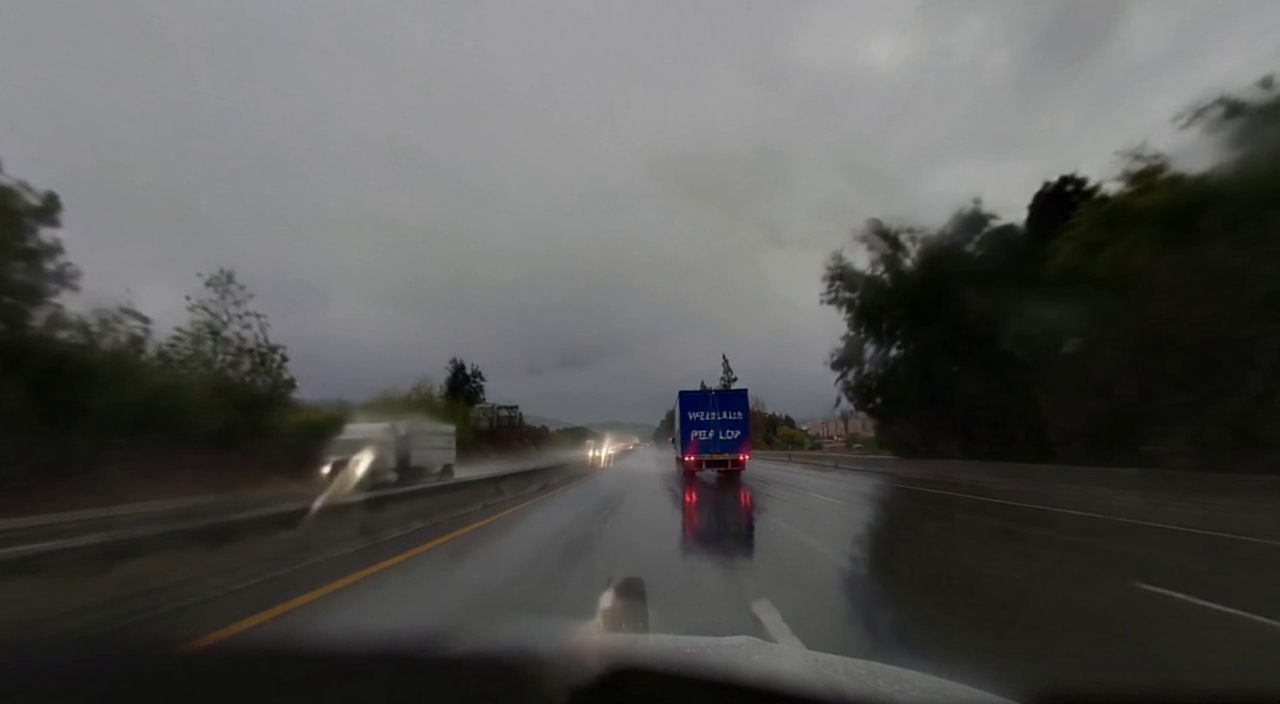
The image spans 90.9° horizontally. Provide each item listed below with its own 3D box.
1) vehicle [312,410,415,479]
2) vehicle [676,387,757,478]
[{"bbox_3d":[-15.922,5.442,36.937,2.892,3.651,6.549,0,-9,1],"label":"vehicle"},{"bbox_3d":[3.968,4.712,35.988,3.341,4.269,12.252,0,-9,1],"label":"vehicle"}]
